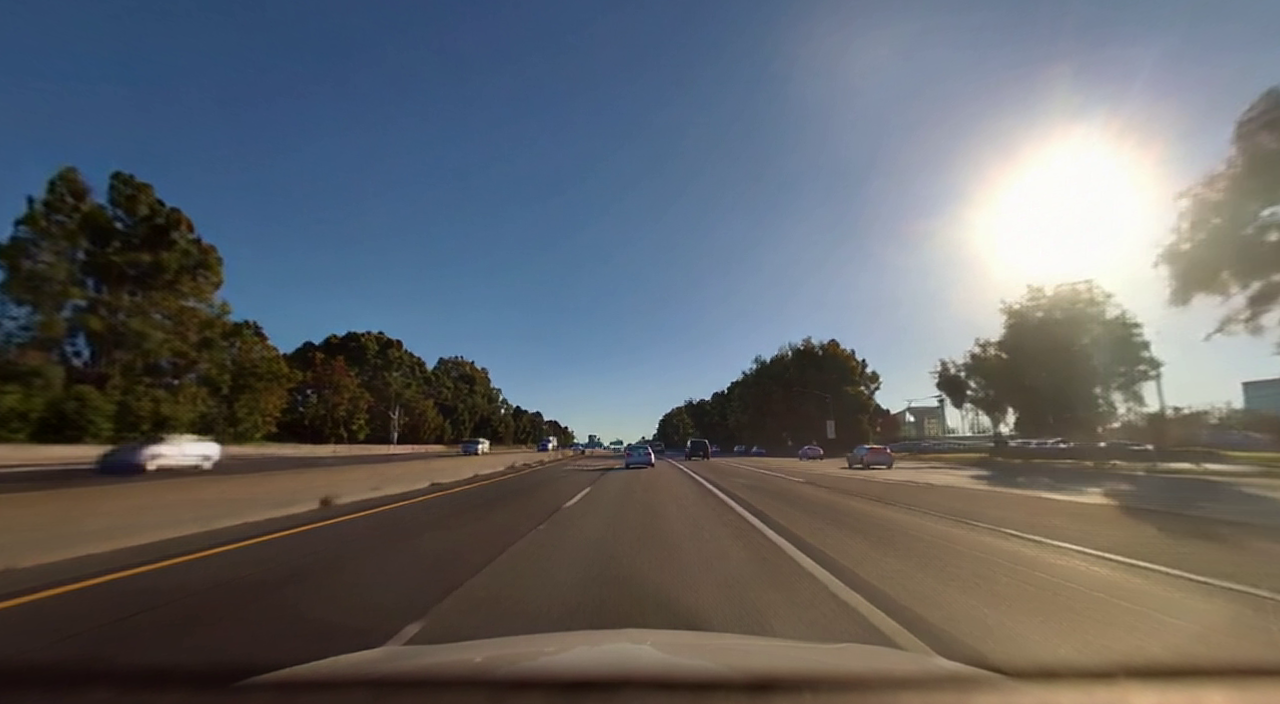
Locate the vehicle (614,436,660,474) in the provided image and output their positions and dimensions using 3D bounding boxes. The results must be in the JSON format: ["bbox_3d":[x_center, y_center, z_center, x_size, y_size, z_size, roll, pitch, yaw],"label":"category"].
[{"bbox_3d":[-0.152,4.974,30.659,2.105,1.711,4.293,0,-8,0],"label":"vehicle"}]

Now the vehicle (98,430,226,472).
[{"bbox_3d":[-22.243,4.641,29.670,2.027,1.781,5.017,0,-8,0],"label":"vehicle"}]

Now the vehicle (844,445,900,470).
[{"bbox_3d":[14.193,6.460,38.916,1.872,1.459,4.502,0,-8,2],"label":"vehicle"}]

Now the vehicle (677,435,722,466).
[{"bbox_3d":[3.991,6.787,43.661,2.505,2.020,5.532,0,-8,-1],"label":"vehicle"}]

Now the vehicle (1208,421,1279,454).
[{"bbox_3d":[34.882,4.825,35.183,4.402,1.637,1.847,1,-10,5],"label":"vehicle"}]
